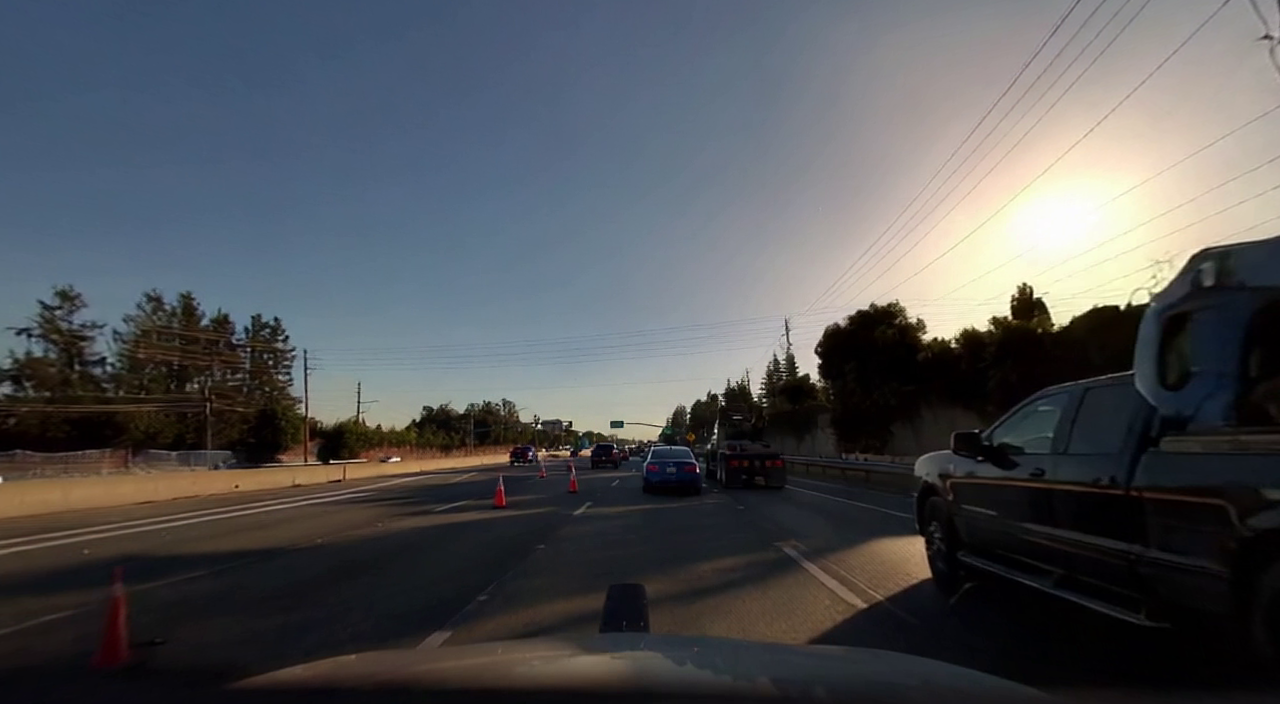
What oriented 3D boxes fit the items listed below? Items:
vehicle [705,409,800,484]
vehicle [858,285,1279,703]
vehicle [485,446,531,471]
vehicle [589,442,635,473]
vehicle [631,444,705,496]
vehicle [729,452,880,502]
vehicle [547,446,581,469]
[{"bbox_3d":[4.686,4.139,27.723,2.953,2.907,6.339,0,-8,0],"label":"vehicle"},{"bbox_3d":[3.790,0.976,3.980,2.555,2.017,6.201,0,-9,0],"label":"vehicle"},{"bbox_3d":[-8.511,6.933,41.207,2.018,1.490,4.926,0,-8,-1],"label":"vehicle"},{"bbox_3d":[-1.604,6.259,37.657,1.989,1.729,4.184,-1,-9,8],"label":"vehicle"},{"bbox_3d":[0.798,3.703,20.248,2.128,1.473,4.272,0,-8,0],"label":"vehicle"},{"bbox_3d":[4.930,3.949,20.648,2.554,1.217,7.611,1,-8,-3],"label":"vehicle"},{"bbox_3d":[-5.491,7.637,45.939,1.999,1.538,4.325,0,-8,0],"label":"vehicle"}]
